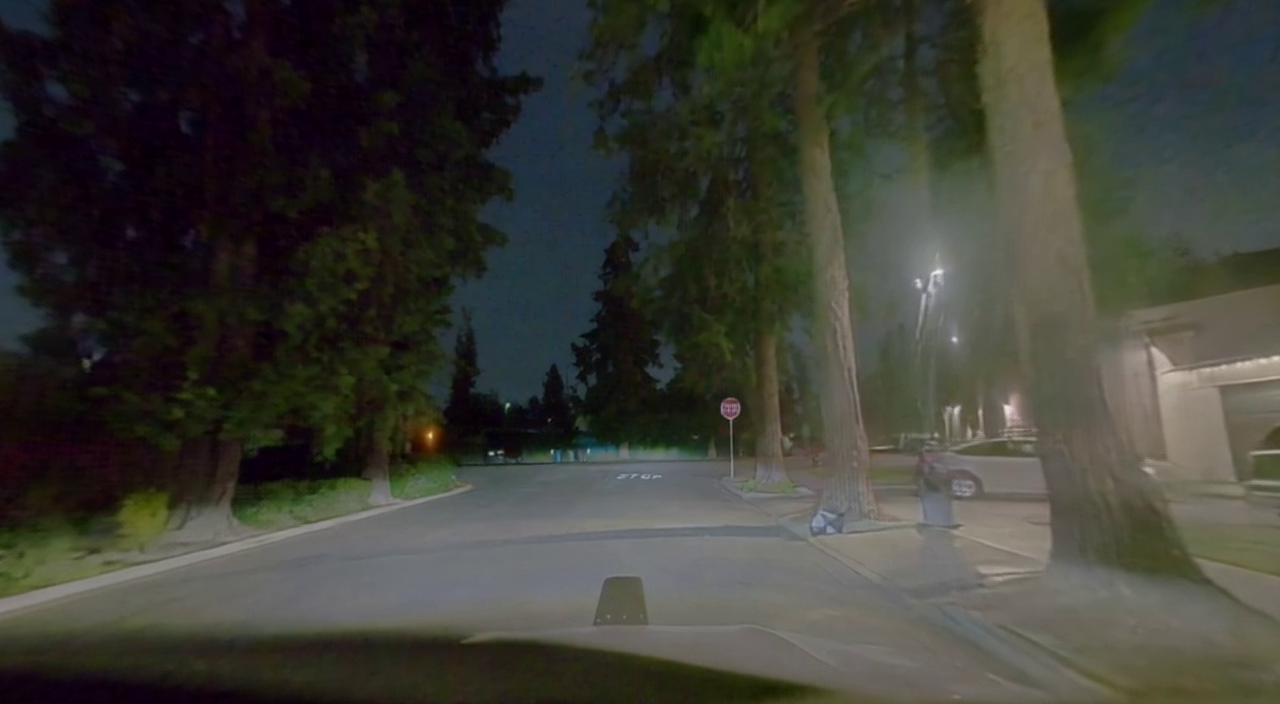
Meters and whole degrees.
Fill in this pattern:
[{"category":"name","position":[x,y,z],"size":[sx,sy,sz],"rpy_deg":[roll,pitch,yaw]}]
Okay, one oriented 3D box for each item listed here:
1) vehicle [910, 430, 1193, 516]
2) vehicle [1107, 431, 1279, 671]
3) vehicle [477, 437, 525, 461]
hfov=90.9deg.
[{"category":"vehicle","position":[8.071,2.400,12.926],"size":[4.477,1.506,1.834],"rpy_deg":[-4,-9,26]},{"category":"vehicle","position":[5.910,1.226,4.078],"size":[4.229,1.402,1.811],"rpy_deg":[-1,-9,3]},{"category":"vehicle","position":[-10.706,7.521,48.824],"size":[1.883,1.732,4.038],"rpy_deg":[-2,-9,15]}]
